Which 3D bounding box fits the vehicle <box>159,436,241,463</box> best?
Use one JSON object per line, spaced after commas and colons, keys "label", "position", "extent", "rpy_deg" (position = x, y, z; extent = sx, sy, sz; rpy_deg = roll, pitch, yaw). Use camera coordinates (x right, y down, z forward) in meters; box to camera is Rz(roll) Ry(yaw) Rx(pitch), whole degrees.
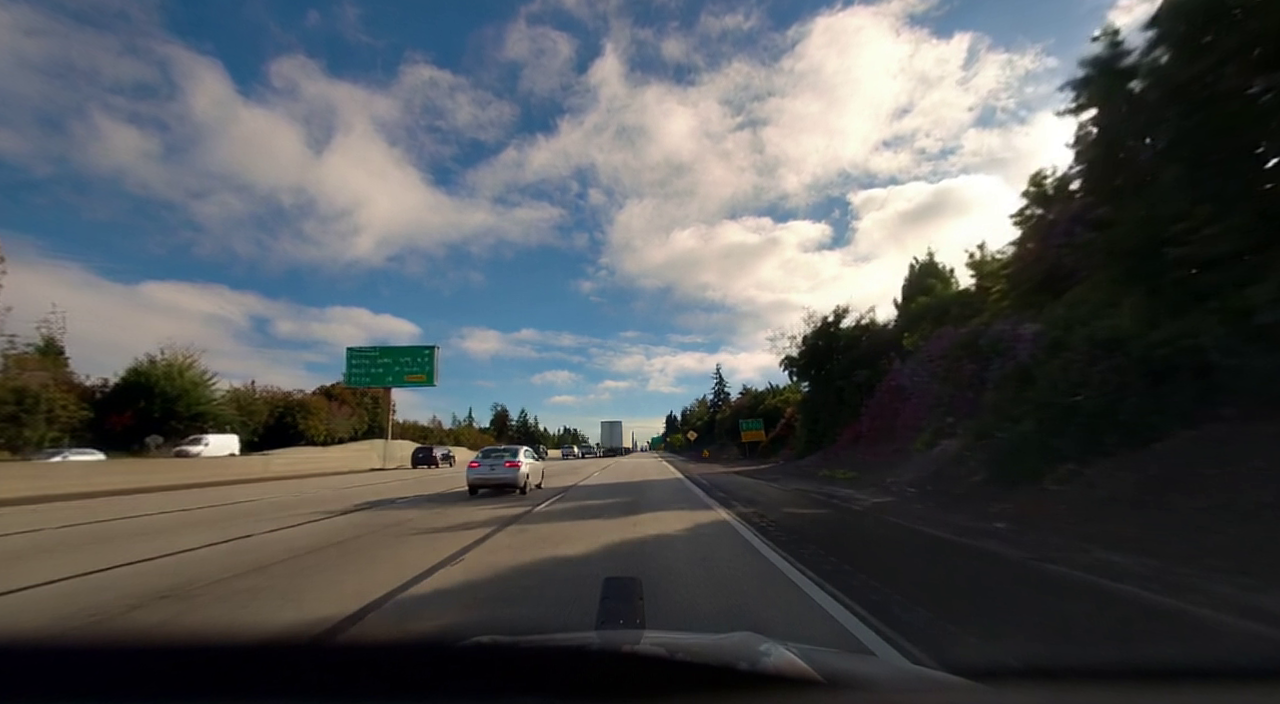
{"label": "vehicle", "position": [-32.663, 7.242, 46.943], "extent": [2.093, 1.861, 5.410], "rpy_deg": [0, -9, 1]}

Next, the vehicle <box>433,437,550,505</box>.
{"label": "vehicle", "position": [-3.711, 3.044, 16.554], "extent": [1.931, 1.528, 4.126], "rpy_deg": [0, -9, 2]}
